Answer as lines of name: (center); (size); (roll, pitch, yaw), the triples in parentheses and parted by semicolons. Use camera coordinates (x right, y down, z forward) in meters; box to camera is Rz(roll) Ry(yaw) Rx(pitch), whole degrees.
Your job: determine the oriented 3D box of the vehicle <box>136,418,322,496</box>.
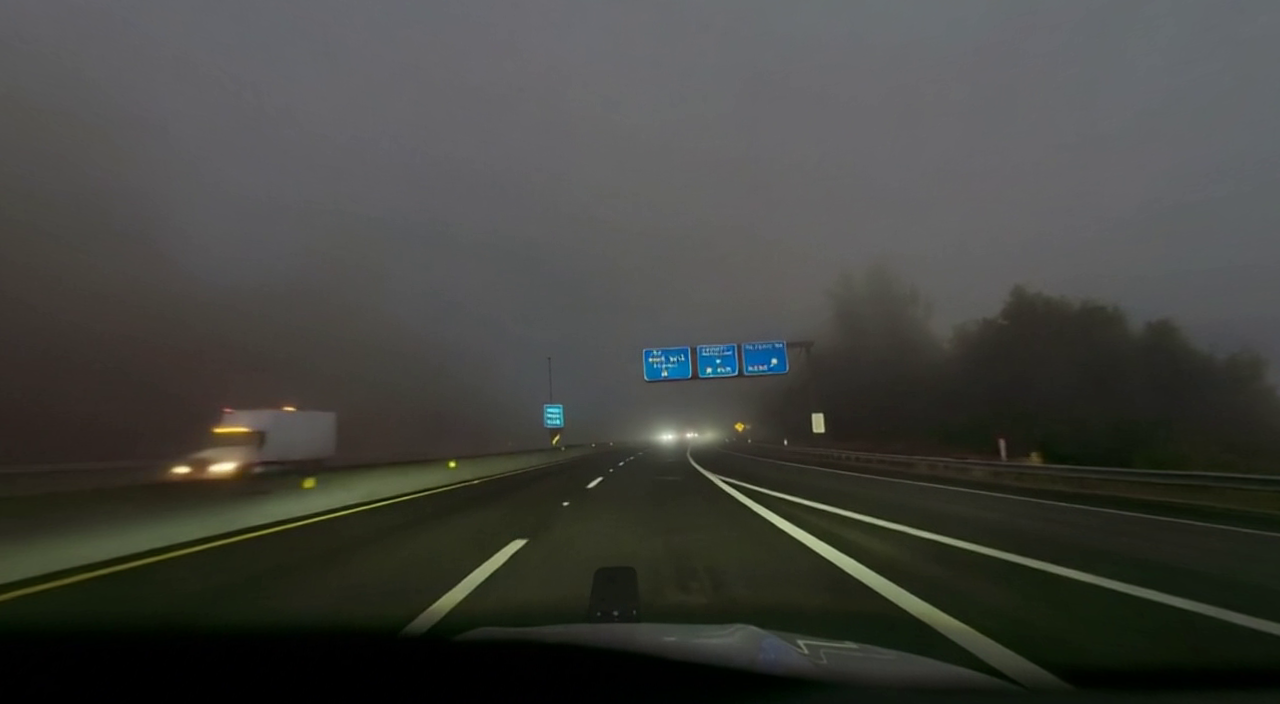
vehicle: (-12.419, 3.199, 19.604); (2.174, 2.049, 5.156); (-1, -8, 2)
